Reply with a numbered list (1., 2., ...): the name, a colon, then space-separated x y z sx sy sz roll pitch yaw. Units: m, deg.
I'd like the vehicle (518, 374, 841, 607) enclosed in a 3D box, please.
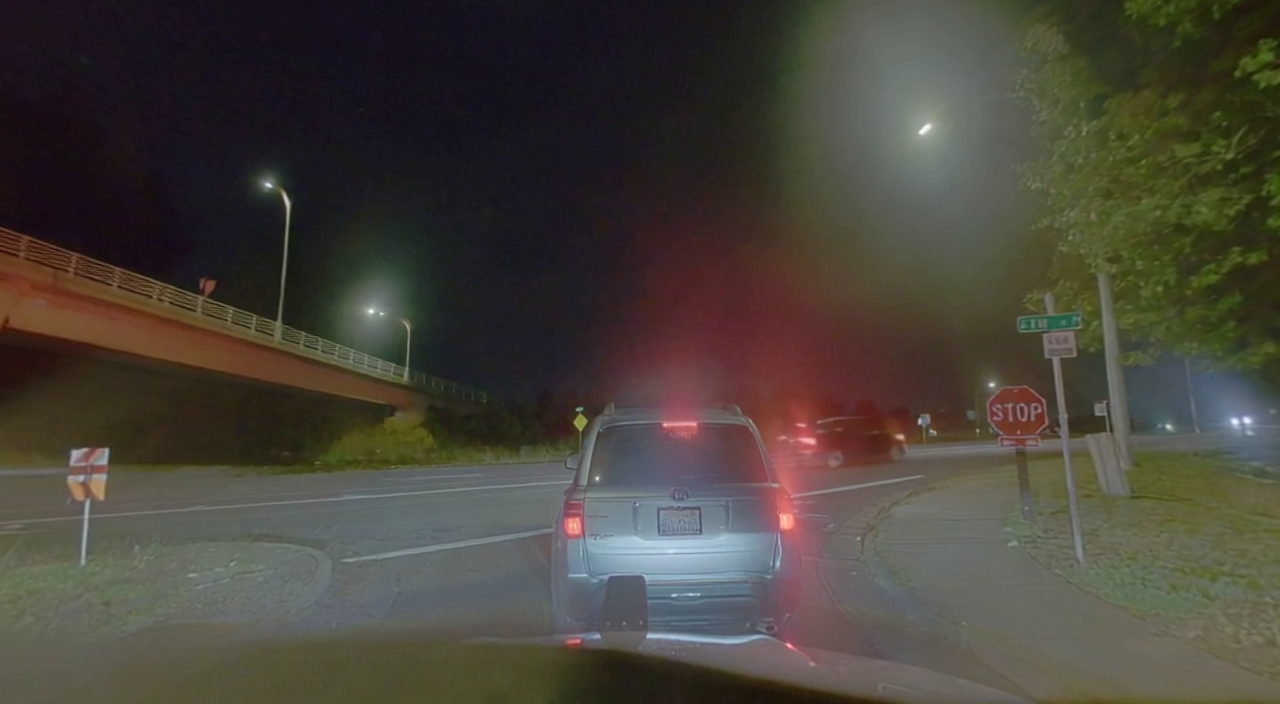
1. vehicle: 0.312 1.399 7.142 2.494 1.804 4.336 0 -9 0
